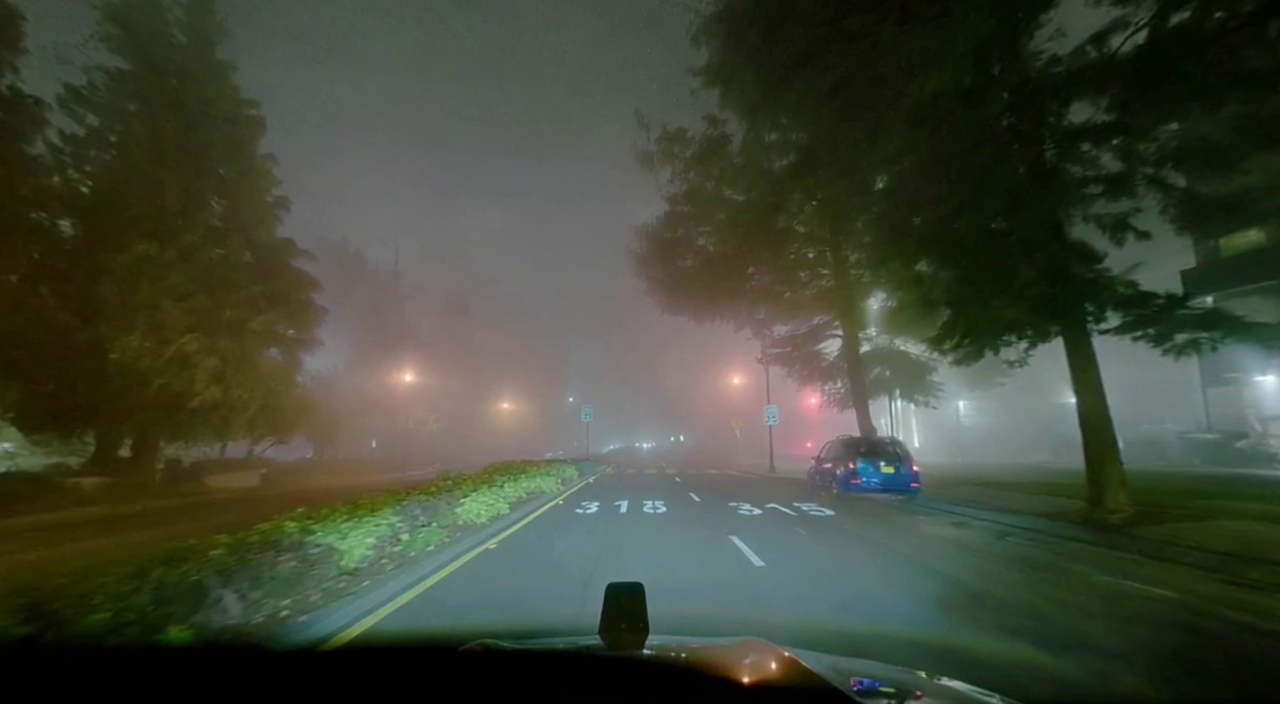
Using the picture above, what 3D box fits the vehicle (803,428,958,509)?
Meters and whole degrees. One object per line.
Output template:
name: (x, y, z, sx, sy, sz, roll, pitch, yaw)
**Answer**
vehicle: (6.156, 3.032, 17.024, 2.104, 1.826, 5.301, 0, -8, 0)
